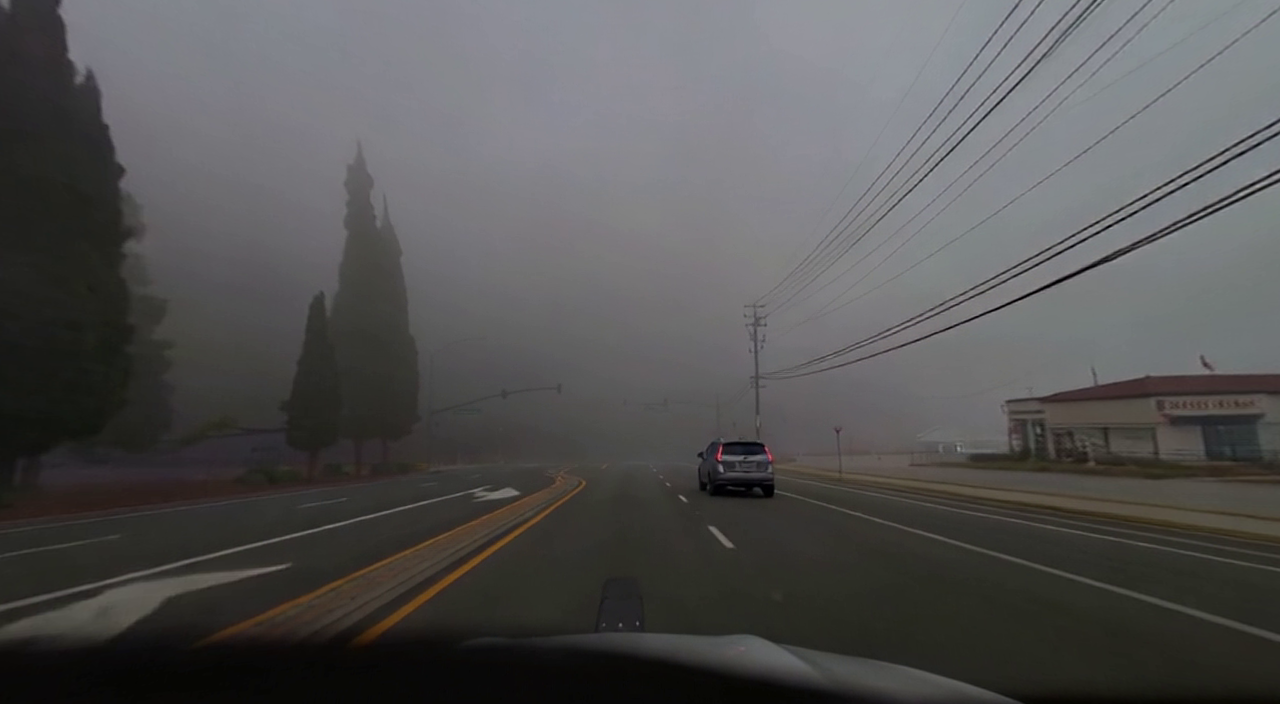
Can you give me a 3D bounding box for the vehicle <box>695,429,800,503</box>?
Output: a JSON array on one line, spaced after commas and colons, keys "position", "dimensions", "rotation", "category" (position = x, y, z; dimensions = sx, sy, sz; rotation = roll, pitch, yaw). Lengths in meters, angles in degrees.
[{"position": [2.883, 3.224, 18.133], "dimensions": [2.060, 1.820, 4.713], "rotation": [0, -9, -2], "category": "vehicle"}]
